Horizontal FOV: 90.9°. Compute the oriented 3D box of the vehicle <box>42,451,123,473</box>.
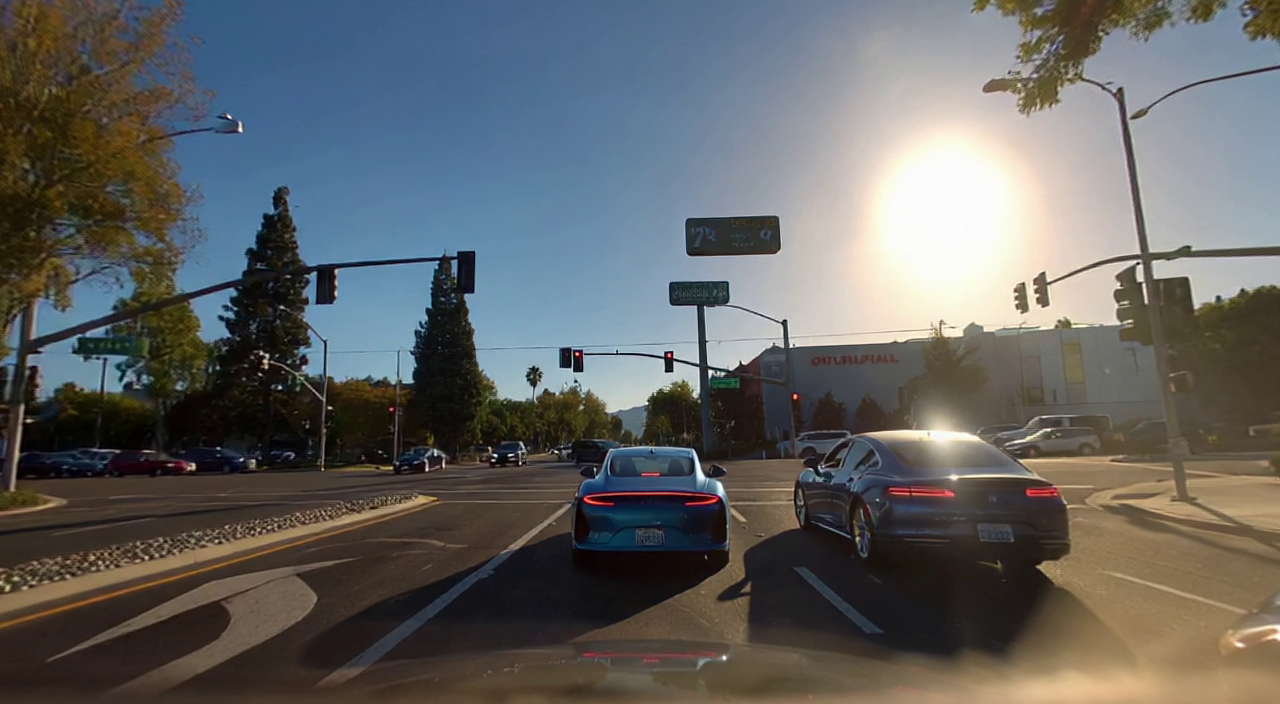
[{"bbox_3d":[-41.312,8.141,46.781,4.195,1.533,1.752,0,-8,-3],"label":"vehicle"}]

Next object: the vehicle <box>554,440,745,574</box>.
[{"bbox_3d":[0.113,1.868,8.392,1.945,1.343,3.827,0,-8,1],"label":"vehicle"}]

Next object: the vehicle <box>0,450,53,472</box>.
[{"bbox_3d":[-46.258,7.950,46.139,4.545,1.558,1.833,0,-8,-3],"label":"vehicle"}]

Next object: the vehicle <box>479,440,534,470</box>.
[{"bbox_3d":[-7.990,6.220,38.271,2.091,1.651,4.870,-1,-8,2],"label":"vehicle"}]

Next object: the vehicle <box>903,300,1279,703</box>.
[{"bbox_3d":[3.104,0.800,2.526,2.143,1.759,4.531,0,-8,0],"label":"vehicle"}]

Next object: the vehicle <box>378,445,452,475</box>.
[{"bbox_3d":[-11.716,5.627,33.191,2.053,1.436,4.494,-1,-8,2],"label":"vehicle"}]
